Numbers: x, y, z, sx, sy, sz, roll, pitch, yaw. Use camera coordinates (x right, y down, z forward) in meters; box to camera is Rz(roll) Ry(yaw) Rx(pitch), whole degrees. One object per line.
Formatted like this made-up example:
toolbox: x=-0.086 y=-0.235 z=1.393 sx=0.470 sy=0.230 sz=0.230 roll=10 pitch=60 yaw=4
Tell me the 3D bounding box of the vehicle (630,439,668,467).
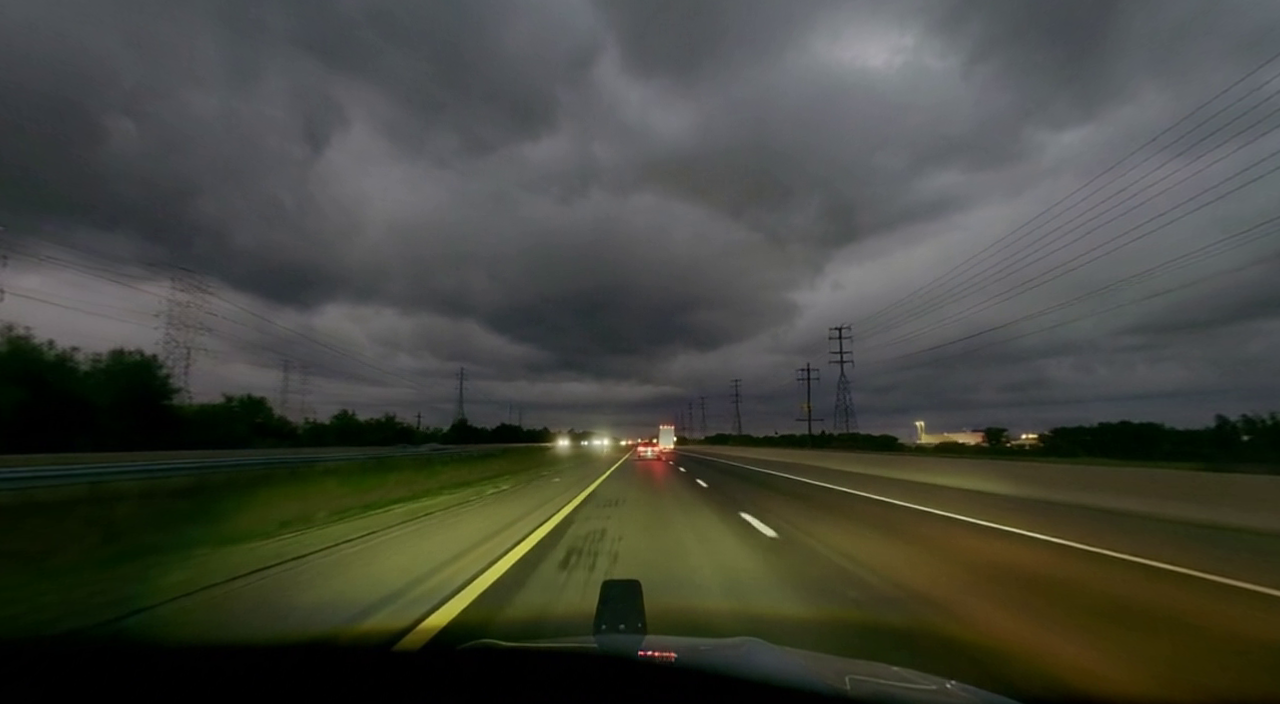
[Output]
vehicle: x=0.508 y=6.056 z=37.867 sx=2.192 sy=1.556 sz=4.132 roll=-1 pitch=-8 yaw=0
